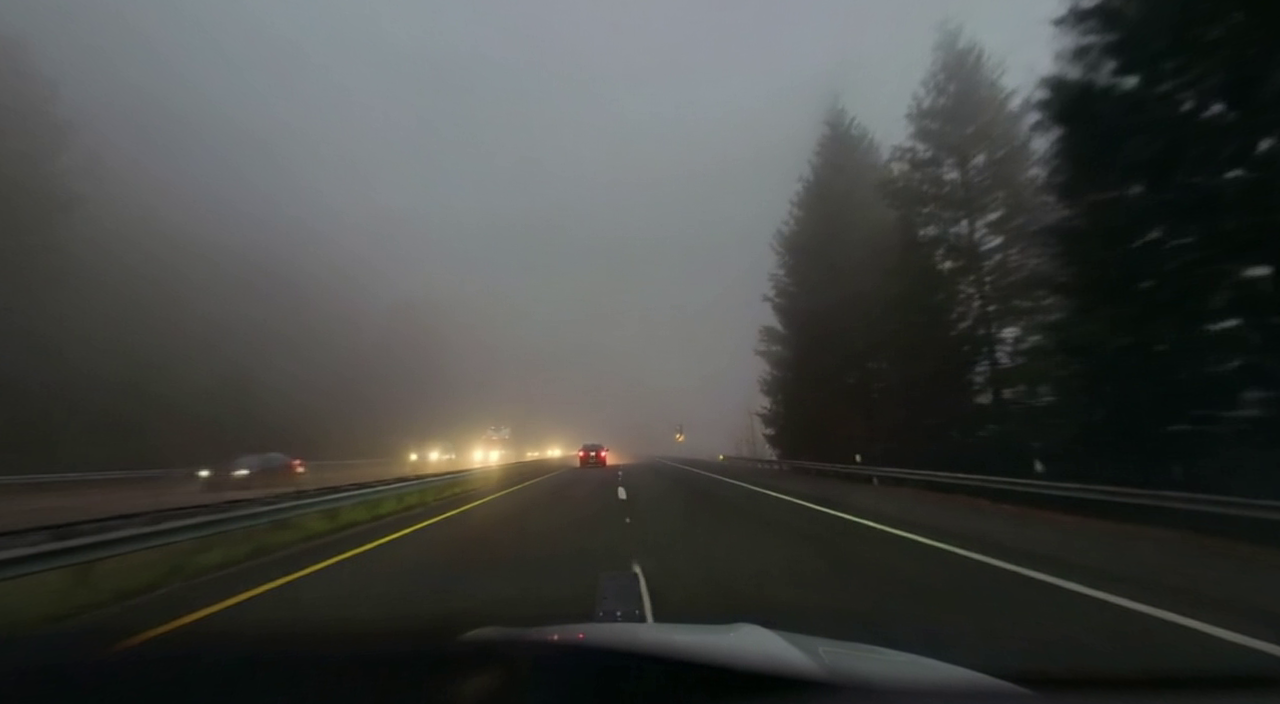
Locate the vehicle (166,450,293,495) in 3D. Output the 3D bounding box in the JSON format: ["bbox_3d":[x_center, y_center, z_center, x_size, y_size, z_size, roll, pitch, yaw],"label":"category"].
[{"bbox_3d":[-15.050,4.404,23.325,1.849,1.497,4.415,0,-9,-2],"label":"vehicle"}]

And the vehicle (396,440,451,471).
[{"bbox_3d":[-15.786,7.570,46.018,2.209,2.067,5.308,0,-9,-2],"label":"vehicle"}]

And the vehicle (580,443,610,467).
[{"bbox_3d":[-3.315,7.616,46.622,2.098,1.692,4.038,0,-9,-2],"label":"vehicle"}]
